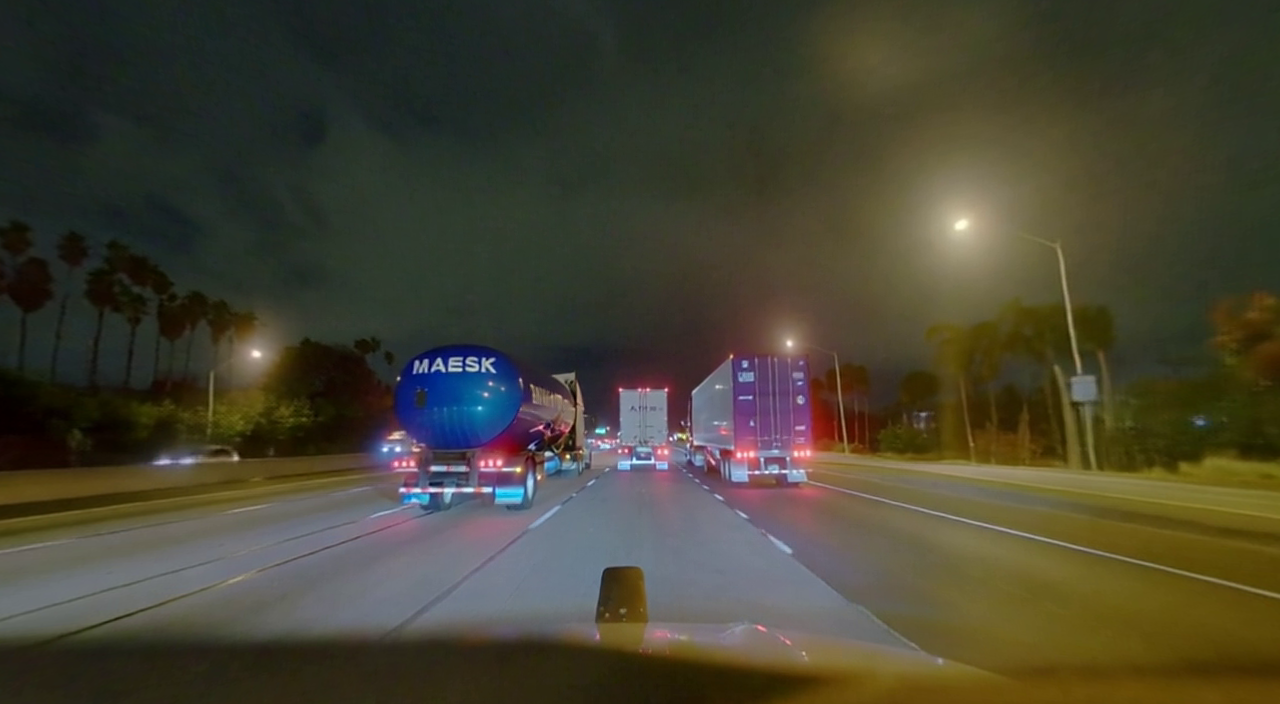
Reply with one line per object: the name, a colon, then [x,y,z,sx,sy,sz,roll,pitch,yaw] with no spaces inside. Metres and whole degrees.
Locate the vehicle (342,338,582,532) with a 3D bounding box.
vehicle: [-3.464,2.157,16.091,2.786,3.228,11.082,0,-8,1]

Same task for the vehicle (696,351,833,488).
vehicle: [4.410,3.074,26.479,2.887,4.178,14.553,0,-8,0]

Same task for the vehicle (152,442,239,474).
vehicle: [-23.802,5.643,33.959,1.697,1.596,4.029,0,-8,0]

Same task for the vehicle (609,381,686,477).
vehicle: [0.447,4.410,34.705,3.097,3.856,18.209,0,-8,1]
